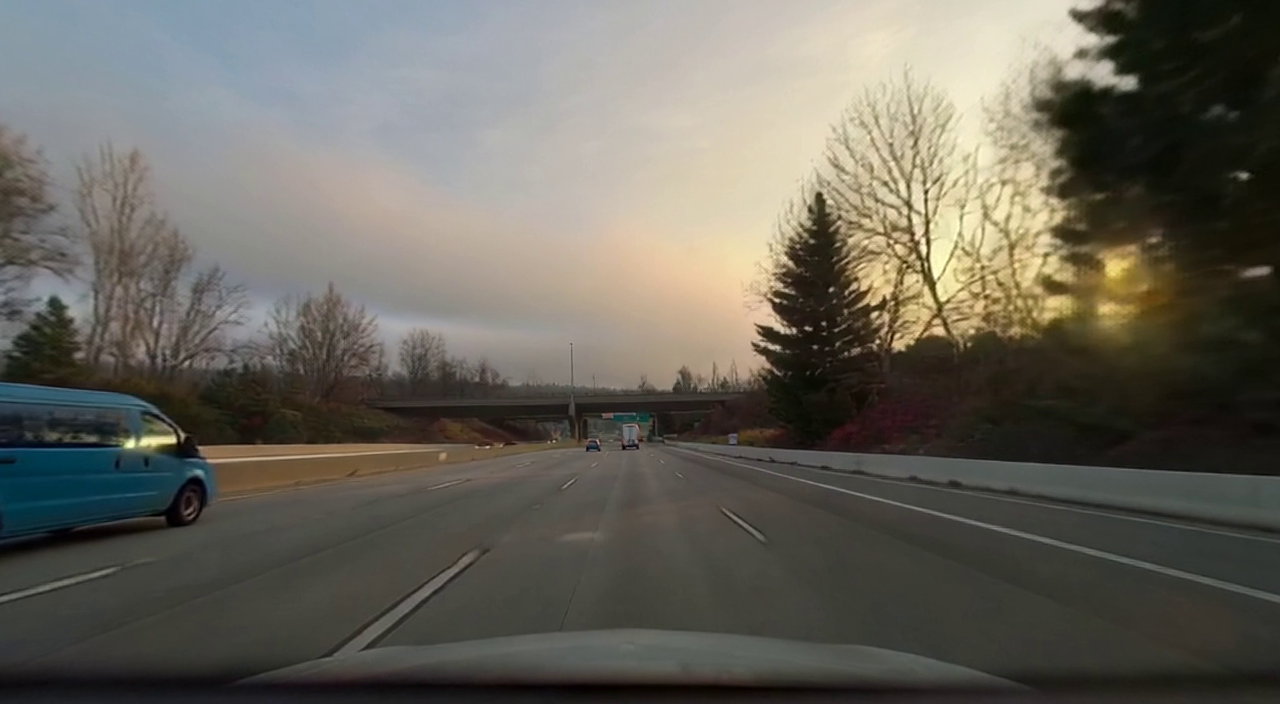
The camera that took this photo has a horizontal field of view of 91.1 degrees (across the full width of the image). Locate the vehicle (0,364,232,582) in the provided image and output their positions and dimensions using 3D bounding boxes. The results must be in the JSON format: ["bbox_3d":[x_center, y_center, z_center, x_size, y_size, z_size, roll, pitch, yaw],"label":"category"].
[{"bbox_3d":[-7.020,1.212,6.472,2.150,1.996,5.341,0,-8,-2],"label":"vehicle"}]
